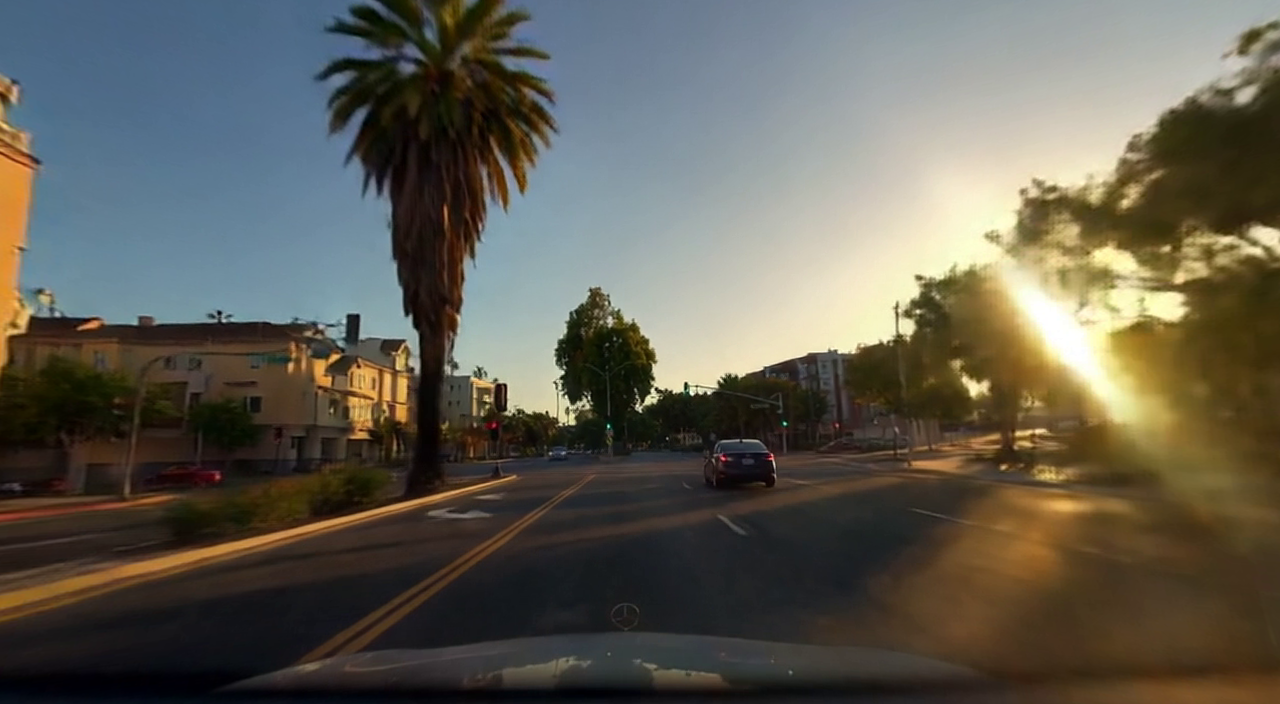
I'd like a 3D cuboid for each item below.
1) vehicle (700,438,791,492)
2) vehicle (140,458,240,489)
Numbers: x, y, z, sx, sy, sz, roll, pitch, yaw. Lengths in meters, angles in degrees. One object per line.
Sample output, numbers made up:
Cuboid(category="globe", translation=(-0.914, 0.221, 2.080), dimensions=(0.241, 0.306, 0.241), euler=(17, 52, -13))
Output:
Cuboid(category="vehicle", translation=(3.106, 3.434, 19.564), dimensions=(1.964, 1.448, 4.295), euler=(0, -8, -1))
Cuboid(category="vehicle", translation=(-26.778, 7.218, 37.669), dimensions=(4.558, 1.718, 2.151), euler=(-1, -8, 9))
